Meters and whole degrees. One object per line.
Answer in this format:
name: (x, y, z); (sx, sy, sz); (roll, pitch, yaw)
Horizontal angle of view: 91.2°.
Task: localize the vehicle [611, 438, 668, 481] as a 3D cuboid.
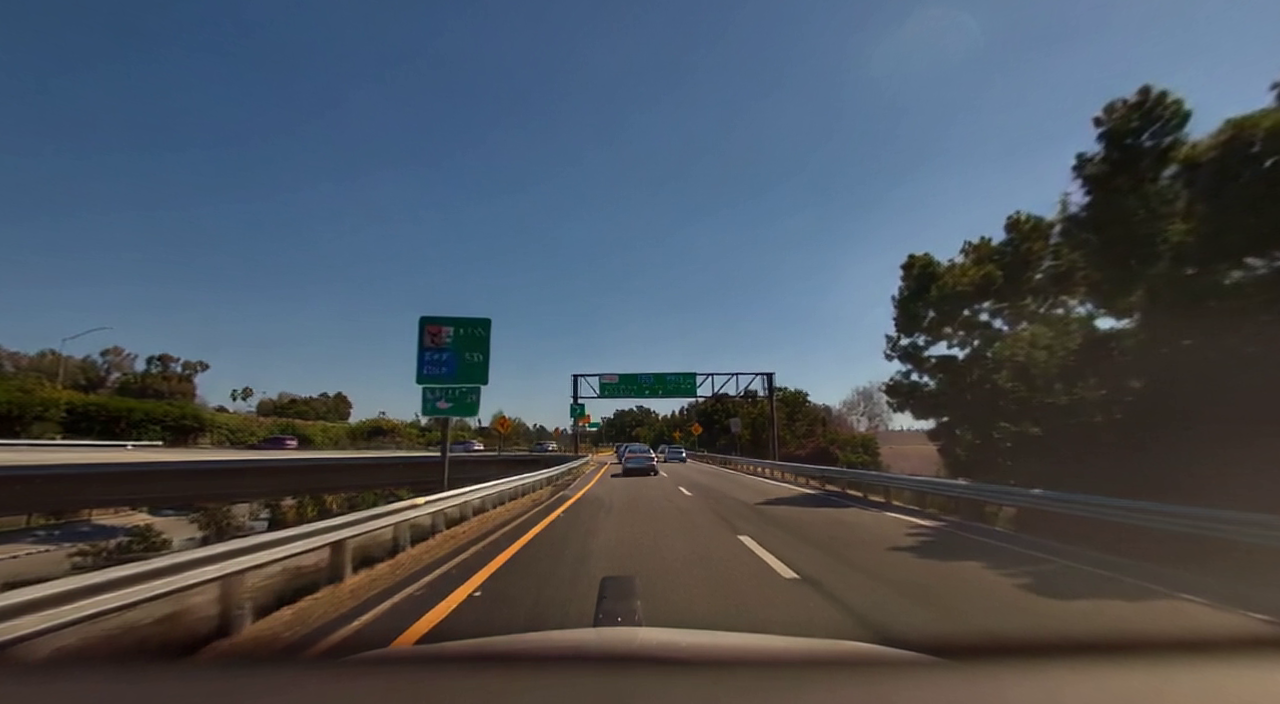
vehicle: (-0.032, 4.119, 24.211); (2.006, 1.486, 3.950); (0, -9, -1)
